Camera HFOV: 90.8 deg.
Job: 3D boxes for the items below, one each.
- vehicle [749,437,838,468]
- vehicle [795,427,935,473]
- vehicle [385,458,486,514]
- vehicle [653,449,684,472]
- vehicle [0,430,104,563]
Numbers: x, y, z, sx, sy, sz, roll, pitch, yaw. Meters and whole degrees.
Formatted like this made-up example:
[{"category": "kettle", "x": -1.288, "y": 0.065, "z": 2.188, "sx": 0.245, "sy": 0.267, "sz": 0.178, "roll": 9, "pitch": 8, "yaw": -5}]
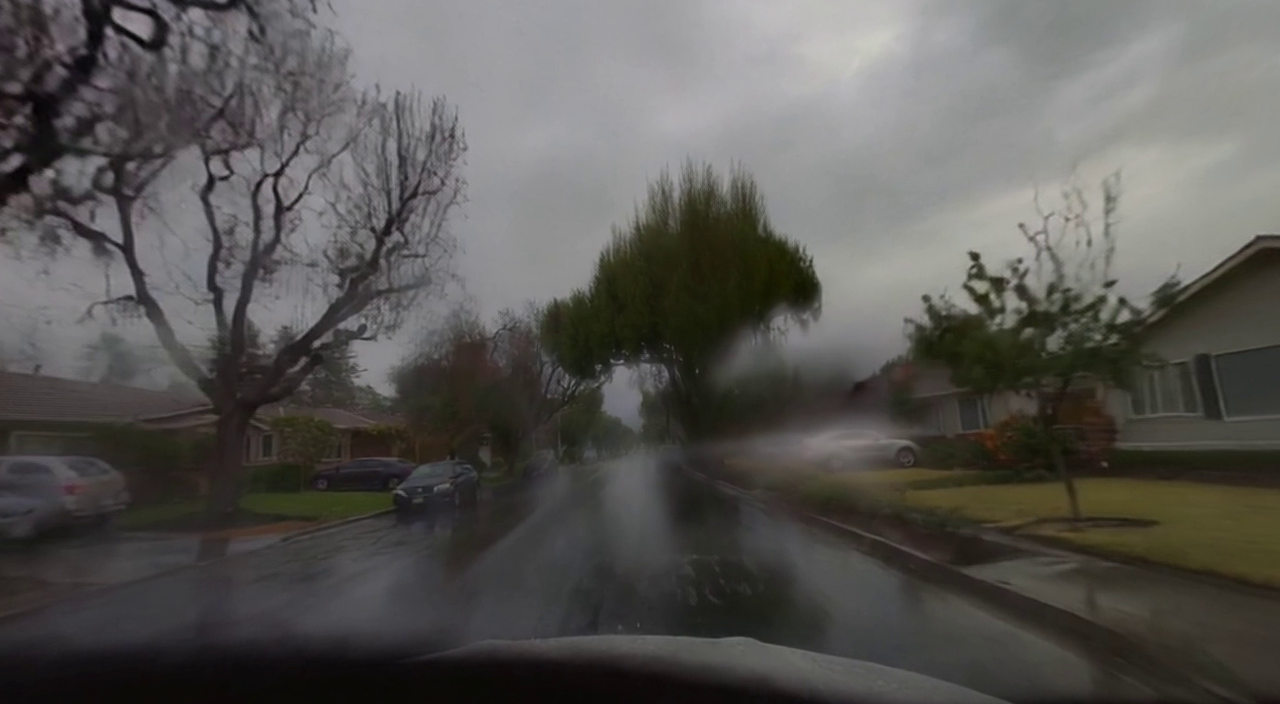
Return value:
[{"category": "vehicle", "x": 8.422, "y": 5.557, "z": 34.988, "sx": 4.331, "sy": 1.570, "sz": 2.009, "roll": 0, "pitch": -9, "yaw": -2}, {"category": "vehicle", "x": 8.556, "y": 3.758, "z": 24.309, "sx": 4.599, "sy": 1.652, "sz": 1.903, "roll": 0, "pitch": -9, "yaw": -3}, {"category": "vehicle", "x": -6.170, "y": 4.060, "z": 19.512, "sx": 1.878, "sy": 1.496, "sz": 3.535, "roll": -1, "pitch": -9, "yaw": 0}, {"category": "vehicle", "x": 1.886, "y": 7.395, "z": 43.277, "sx": 2.022, "sy": 1.483, "sz": 4.565, "roll": -1, "pitch": -9, "yaw": 1}, {"category": "vehicle", "x": -12.281, "y": 2.373, "z": 10.496, "sx": 4.753, "sy": 2.028, "sz": 2.079, "roll": -1, "pitch": -9, "yaw": 0}]
